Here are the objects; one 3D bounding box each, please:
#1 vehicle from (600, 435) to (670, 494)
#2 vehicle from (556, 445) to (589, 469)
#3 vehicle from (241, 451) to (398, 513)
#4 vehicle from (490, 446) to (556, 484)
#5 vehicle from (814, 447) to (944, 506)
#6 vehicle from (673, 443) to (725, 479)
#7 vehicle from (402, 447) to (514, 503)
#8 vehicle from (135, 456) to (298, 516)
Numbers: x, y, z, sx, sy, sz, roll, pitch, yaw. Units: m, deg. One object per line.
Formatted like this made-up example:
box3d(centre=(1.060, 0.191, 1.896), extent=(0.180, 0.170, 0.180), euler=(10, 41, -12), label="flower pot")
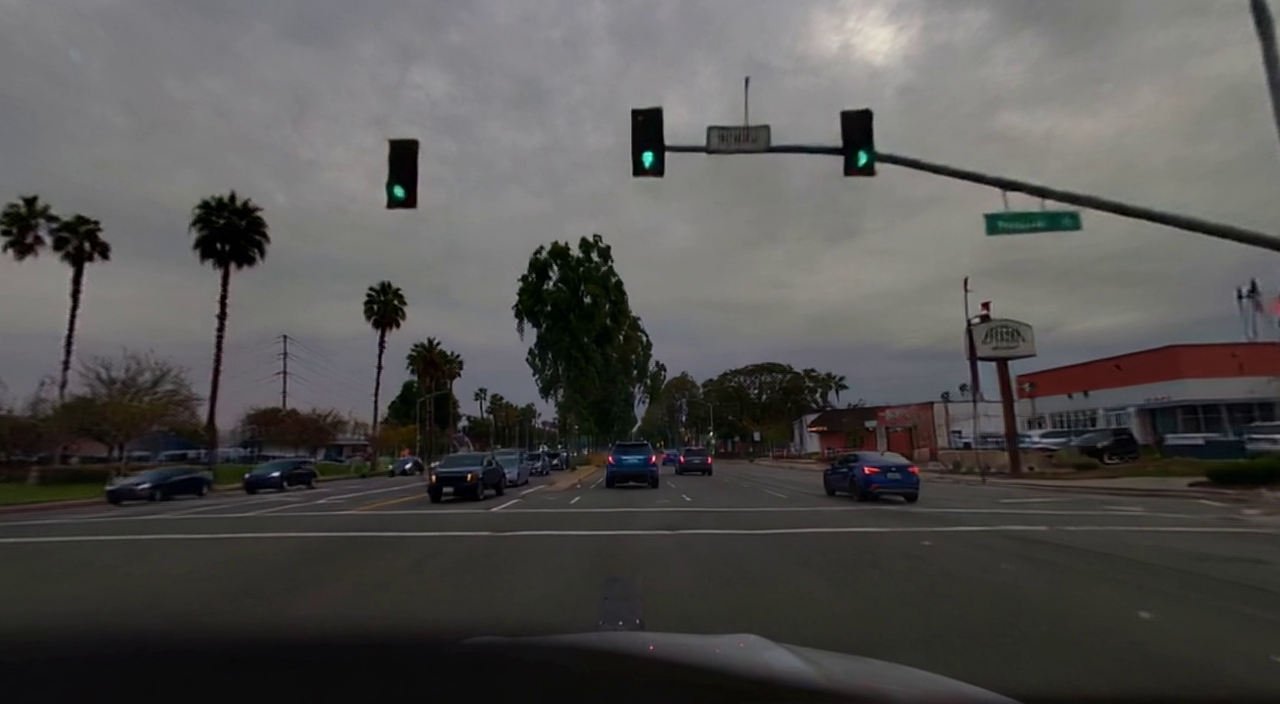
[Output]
box3d(centre=(-0.190, 3.752, 21.514), extent=(2.151, 1.787, 4.109), euler=(0, -8, -1), label="vehicle")
box3d(centre=(-5.164, 8.098, 49.060), extent=(2.160, 1.769, 4.494), euler=(0, -8, -1), label="vehicle")
box3d(centre=(-8.625, 3.498, 17.525), extent=(2.061, 1.415, 4.289), euler=(0, -8, 1), label="vehicle")
box3d(centre=(-5.131, 5.002, 28.322), extent=(2.036, 1.541, 4.107), euler=(-1, -8, 2), label="vehicle")
box3d(centre=(6.653, 3.474, 18.181), extent=(1.944, 1.447, 4.309), euler=(0, -8, -2), label="vehicle")
box3d(centre=(2.900, 5.497, 32.227), extent=(2.112, 1.710, 4.234), euler=(0, -8, -2), label="vehicle")
box3d(centre=(-5.254, 3.584, 18.882), extent=(2.030, 1.441, 4.324), euler=(0, -8, 0), label="vehicle")
box3d(centre=(-11.957, 3.774, 18.259), extent=(1.850, 1.414, 4.184), euler=(0, -8, -1), label="vehicle")
